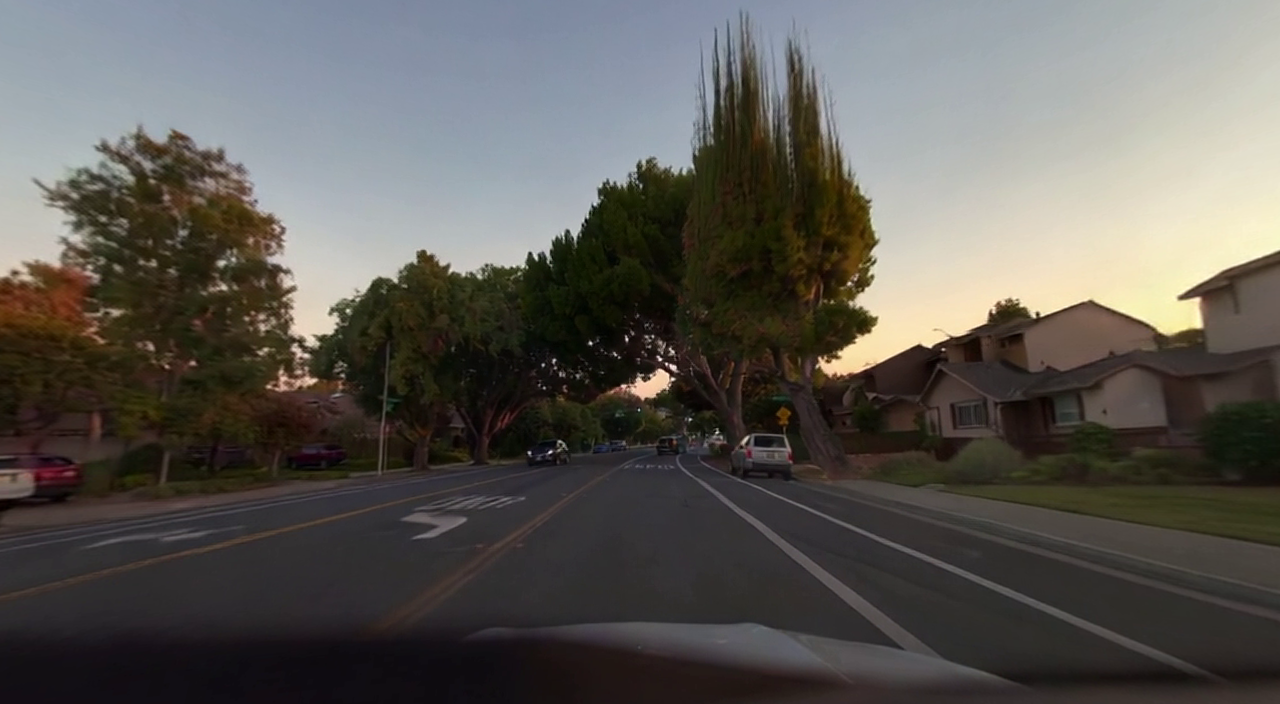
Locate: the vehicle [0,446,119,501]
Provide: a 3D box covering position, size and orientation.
[{"bbox_3d":[-20.255,3.936,20.709,4.411,1.682,2.126,0,-9,3],"label":"vehicle"}]

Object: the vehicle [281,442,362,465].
[{"bbox_3d":[-24.515,7.805,48.664,4.999,1.735,2.227,1,-8,-8],"label":"vehicle"}]

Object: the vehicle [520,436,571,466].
[{"bbox_3d":[-6.267,6.642,42.416,2.200,1.852,4.897,-1,-8,6],"label":"vehicle"}]

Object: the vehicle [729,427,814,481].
[{"bbox_3d":[5.007,3.978,24.839,2.233,1.887,5.347,0,-8,1],"label":"vehicle"}]

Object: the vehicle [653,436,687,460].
[{"bbox_3d":[2.308,7.209,47.380,2.115,1.679,4.235,-1,-9,8],"label":"vehicle"}]
